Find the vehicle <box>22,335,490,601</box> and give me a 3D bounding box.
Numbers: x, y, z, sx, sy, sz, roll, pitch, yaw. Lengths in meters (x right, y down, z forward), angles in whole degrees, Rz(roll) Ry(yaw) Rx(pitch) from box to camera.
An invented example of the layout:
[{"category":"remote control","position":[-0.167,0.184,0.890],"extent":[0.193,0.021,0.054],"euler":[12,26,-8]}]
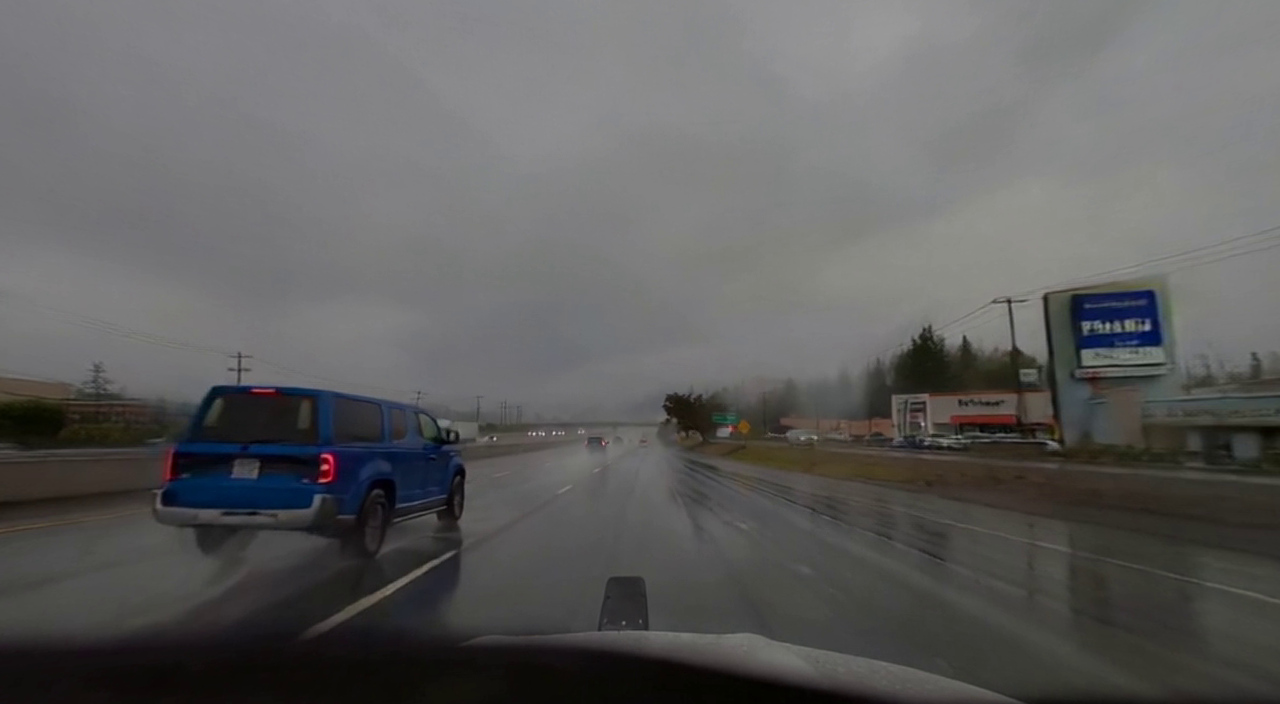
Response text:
[{"category":"vehicle","position":[-3.872,1.367,8.194],"extent":[2.352,2.209,5.802],"euler":[0,-8,1]}]
